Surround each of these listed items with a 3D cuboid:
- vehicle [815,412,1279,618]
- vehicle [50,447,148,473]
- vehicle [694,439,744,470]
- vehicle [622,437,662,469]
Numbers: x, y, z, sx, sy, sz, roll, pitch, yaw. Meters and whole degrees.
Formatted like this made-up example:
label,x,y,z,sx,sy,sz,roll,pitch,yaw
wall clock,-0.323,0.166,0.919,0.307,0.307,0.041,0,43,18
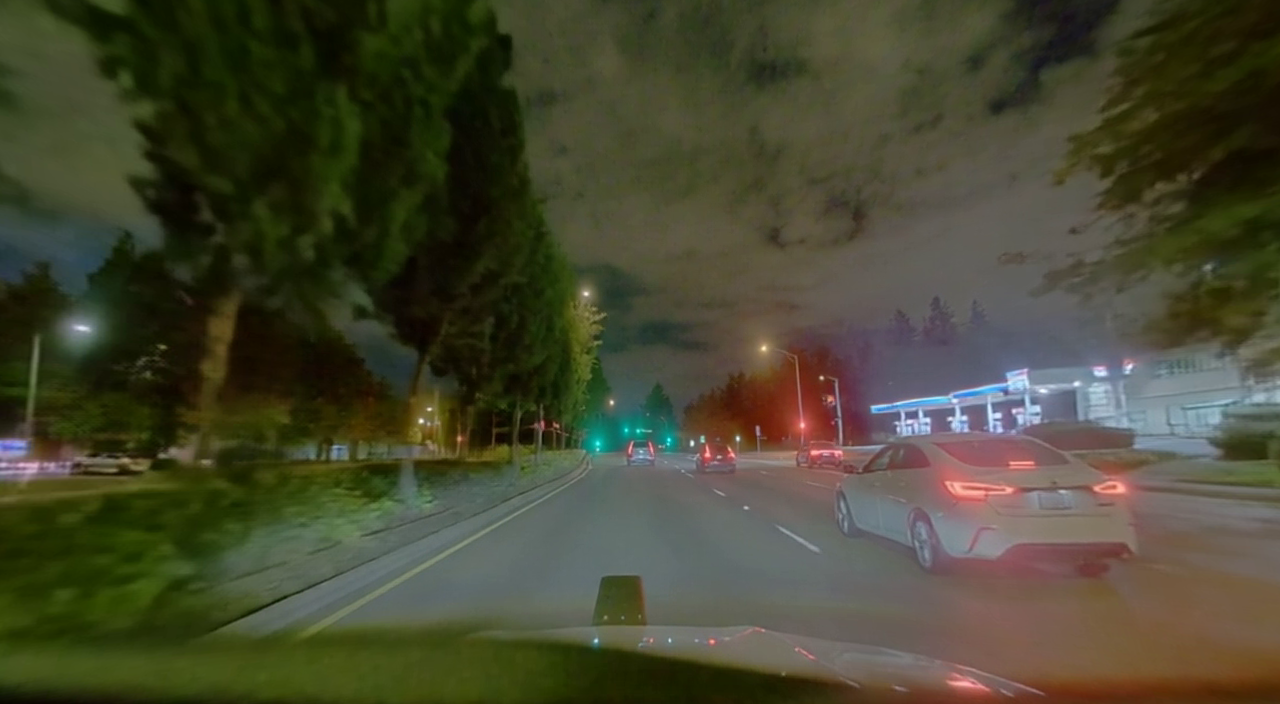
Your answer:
label,x,y,z,sx,sy,sz,roll,pitch,yaw
vehicle,3.726,1.567,7.086,2.119,1.509,4.756,0,-9,0
vehicle,-34.155,6.809,39.713,4.595,1.533,1.853,-1,-9,4
vehicle,4.073,5.384,33.103,1.980,1.515,4.362,0,-9,-1
vehicle,0.069,5.760,36.025,2.172,1.694,4.055,0,-9,-1
